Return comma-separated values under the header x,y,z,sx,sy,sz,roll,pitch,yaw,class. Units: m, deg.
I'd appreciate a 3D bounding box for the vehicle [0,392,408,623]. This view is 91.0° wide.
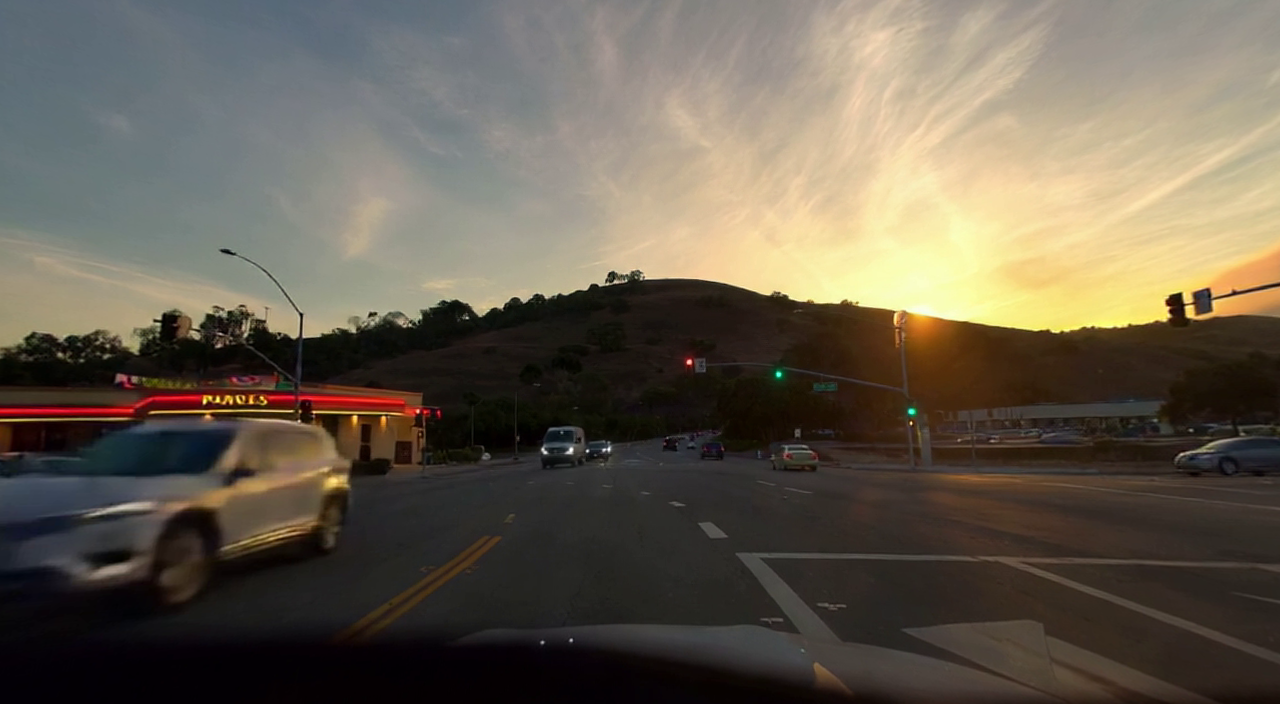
x,y,z,sx,sy,sz,roll,pitch,yaw,class
-4.660,1.528,7.195,2.199,1.745,4.669,0,-8,0,vehicle

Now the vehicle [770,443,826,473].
x,y,z,sx,sy,sz,roll,pitch,yaw,class
8.918,5.993,35.875,1.911,1.594,4.378,0,-9,-2,vehicle

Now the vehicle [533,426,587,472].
x,y,z,sx,sy,sz,roll,pitch,yaw,class
-4.274,5.290,34.376,2.196,2.264,5.206,0,-8,1,vehicle

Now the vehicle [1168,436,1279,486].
x,y,z,sx,sy,sz,roll,pitch,yaw,class
25.042,4.467,26.072,4.546,1.944,2.051,1,-9,-5,vehicle

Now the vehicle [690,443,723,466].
x,y,z,sx,sy,sz,roll,pitch,yaw,class
5.099,7.932,48.865,1.855,1.622,4.167,1,-9,-4,vehicle
